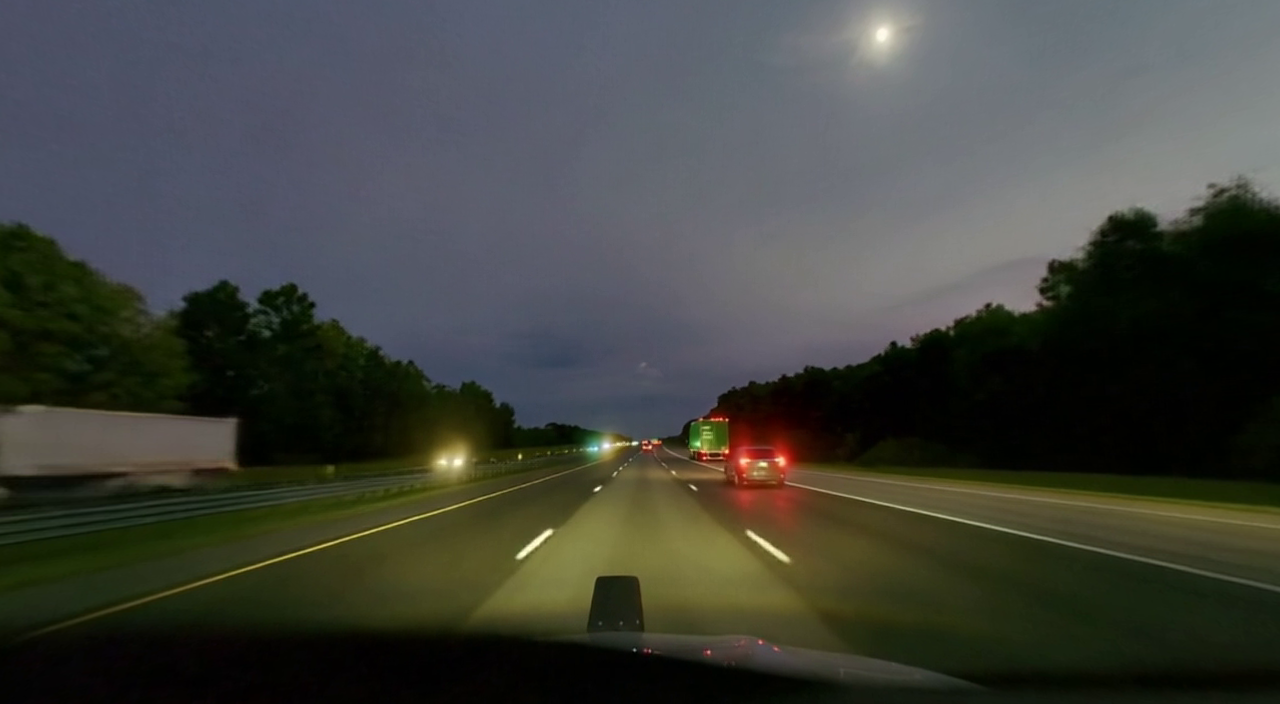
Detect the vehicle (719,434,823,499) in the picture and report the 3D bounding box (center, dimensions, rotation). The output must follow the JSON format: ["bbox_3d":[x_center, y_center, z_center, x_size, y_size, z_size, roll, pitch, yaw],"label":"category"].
[{"bbox_3d":[3.504,3.154,17.716,2.019,1.601,3.953,0,-9,0],"label":"vehicle"}]

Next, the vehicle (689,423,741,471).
[{"bbox_3d":[4.283,5.567,36.978,2.300,2.564,5.643,0,-9,-1],"label":"vehicle"}]
